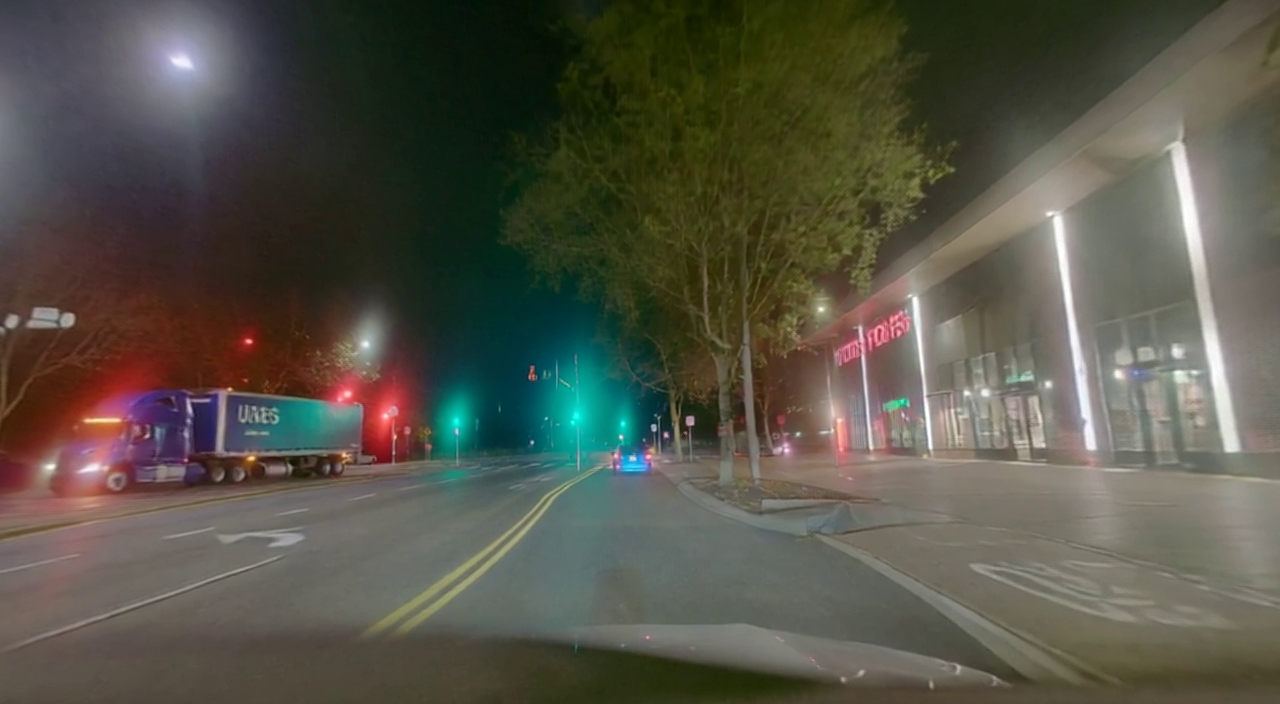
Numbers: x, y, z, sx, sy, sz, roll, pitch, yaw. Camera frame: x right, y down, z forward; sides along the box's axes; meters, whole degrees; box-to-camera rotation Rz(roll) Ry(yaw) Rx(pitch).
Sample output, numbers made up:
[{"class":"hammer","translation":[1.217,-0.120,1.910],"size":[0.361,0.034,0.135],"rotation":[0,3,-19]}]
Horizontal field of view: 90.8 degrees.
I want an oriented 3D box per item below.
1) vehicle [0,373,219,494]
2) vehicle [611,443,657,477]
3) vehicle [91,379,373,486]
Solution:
[{"class":"vehicle","translation":[-20.231,3.139,24.091],"size":[3.045,3.961,6.104],"rotation":[-3,-9,18]},{"class":"vehicle","translation":[-0.220,4.938,29.129],"size":[2.006,1.470,3.799],"rotation":[0,-8,1]},{"class":"vehicle","translation":[-18.194,3.924,30.014],"size":[2.792,4.025,11.784],"rotation":[-3,-9,19]}]
